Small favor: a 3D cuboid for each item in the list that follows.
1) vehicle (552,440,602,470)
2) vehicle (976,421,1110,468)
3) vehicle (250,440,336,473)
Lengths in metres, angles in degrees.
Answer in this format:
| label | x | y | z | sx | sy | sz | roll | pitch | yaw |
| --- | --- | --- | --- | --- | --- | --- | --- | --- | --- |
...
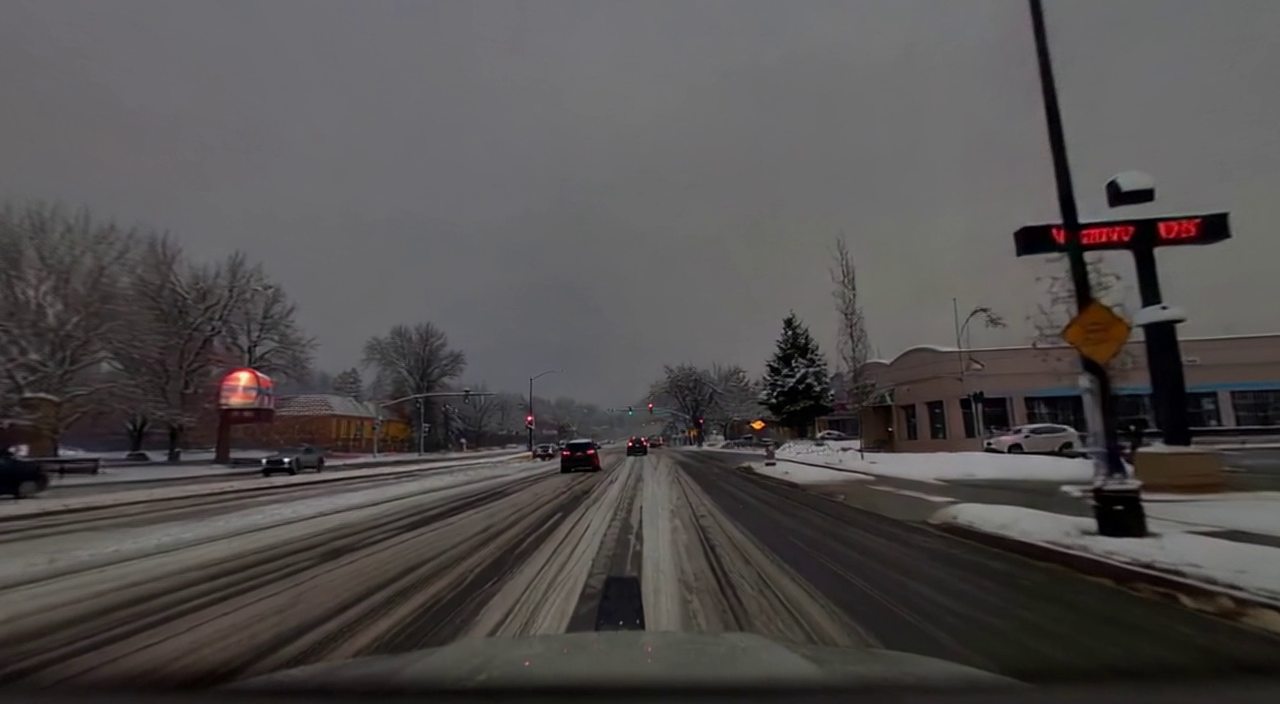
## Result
| label | x | y | z | sx | sy | sz | roll | pitch | yaw |
| --- | --- | --- | --- | --- | --- | --- | --- | --- | --- |
| vehicle | -3.229 | 5.435 | 33.518 | 2.179 | 1.490 | 4.742 | 0 | -9 | 0 |
| vehicle | 14.793 | 3.449 | 23.665 | 2.036 | 1.520 | 5.417 | -1 | -8 | 7 |
| vehicle | -21.076 | 6.364 | 38.676 | 2.211 | 1.813 | 4.818 | -1 | -9 | 4 |
